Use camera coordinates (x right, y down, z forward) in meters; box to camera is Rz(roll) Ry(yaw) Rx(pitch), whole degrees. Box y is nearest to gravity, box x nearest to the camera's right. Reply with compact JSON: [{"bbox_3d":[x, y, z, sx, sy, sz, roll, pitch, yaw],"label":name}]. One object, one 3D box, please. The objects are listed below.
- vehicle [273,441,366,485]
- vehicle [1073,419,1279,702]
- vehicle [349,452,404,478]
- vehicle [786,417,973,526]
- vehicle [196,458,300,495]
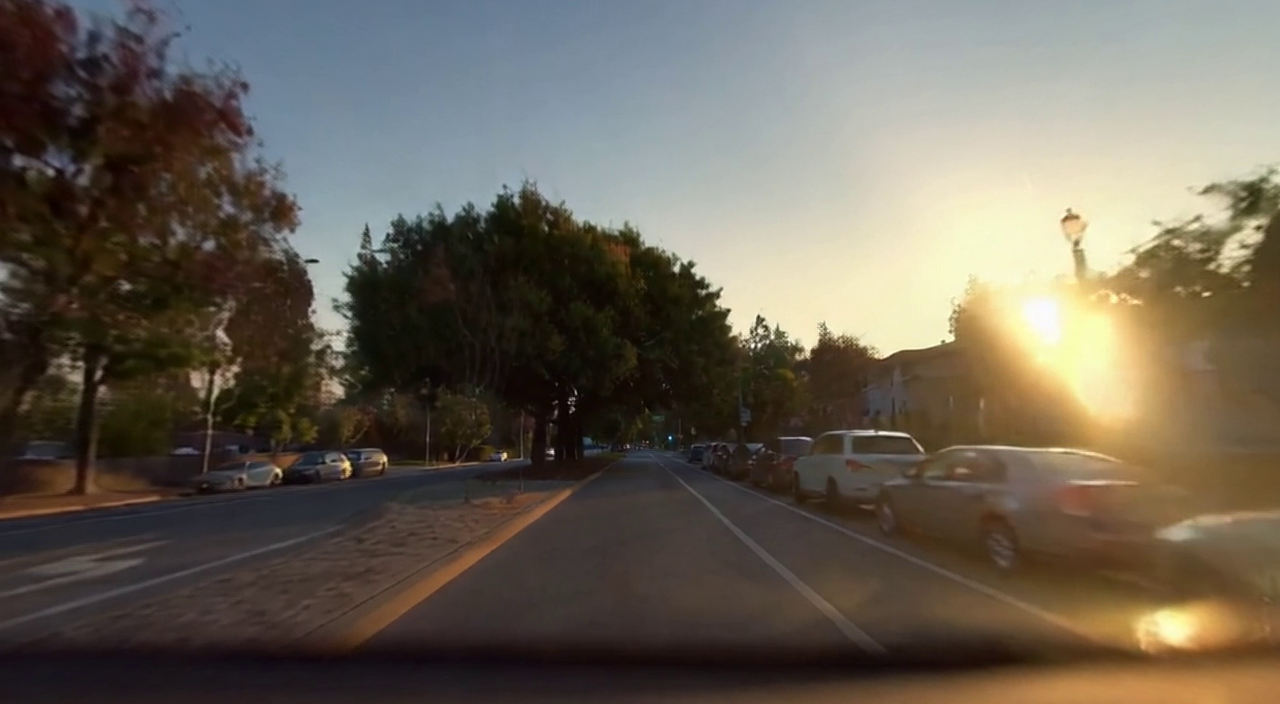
[{"bbox_3d":[-17.842,6.202,35.547,2.360,2.225,5.385,0,-9,0],"label":"vehicle"},{"bbox_3d":[4.459,1.005,2.630,1.927,1.523,4.668,0,-9,-1],"label":"vehicle"},{"bbox_3d":[-17.770,7.633,42.870,1.871,1.596,4.114,0,-9,1],"label":"vehicle"},{"bbox_3d":[4.483,2.332,12.764,1.926,1.778,4.568,0,-9,-1],"label":"vehicle"},{"bbox_3d":[-17.814,5.661,28.977,1.921,1.480,4.392,0,-9,0],"label":"vehicle"}]
